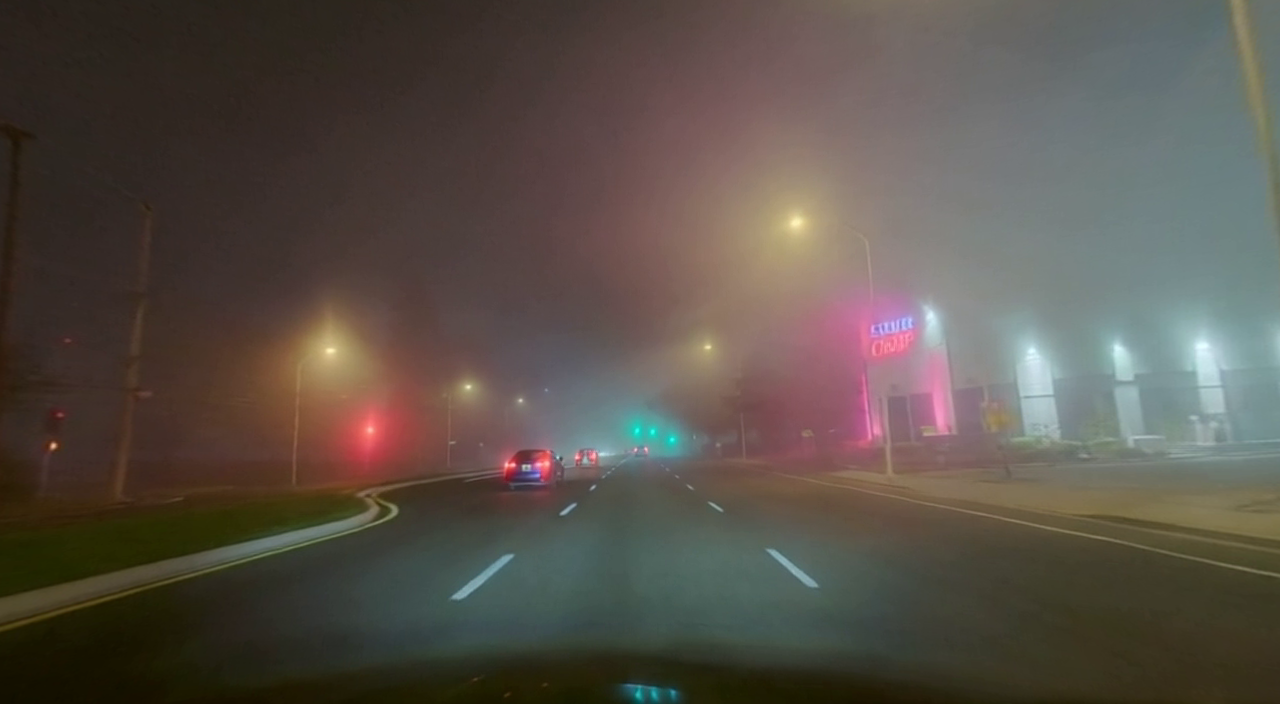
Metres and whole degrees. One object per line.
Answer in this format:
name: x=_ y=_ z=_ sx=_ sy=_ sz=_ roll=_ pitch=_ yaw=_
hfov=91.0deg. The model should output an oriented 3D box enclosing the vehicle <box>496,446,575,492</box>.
vehicle: x=-3.593 y=4.104 z=22.567 sx=2.076 sy=1.444 sz=4.328 roll=-1 pitch=-8 yaw=0
